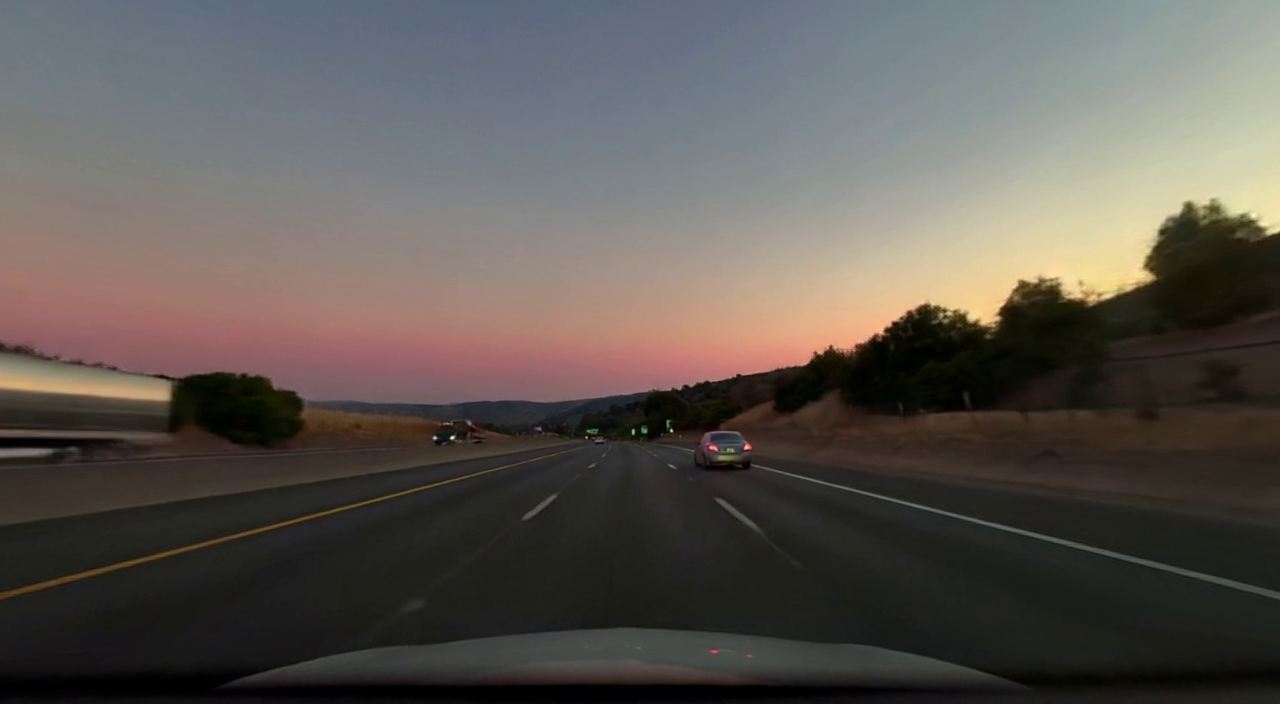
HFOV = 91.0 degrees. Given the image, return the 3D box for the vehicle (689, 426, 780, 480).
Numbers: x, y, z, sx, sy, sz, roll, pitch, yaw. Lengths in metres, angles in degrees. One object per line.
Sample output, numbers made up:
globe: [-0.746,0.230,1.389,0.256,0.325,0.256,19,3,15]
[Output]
vehicle: [3.096,3.426,21.634,2.349,1.651,4.161,0,-8,-2]

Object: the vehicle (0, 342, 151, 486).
vehicle: [-19.572,1.957,19.081,2.876,4.042,8.257,0,-8,-1]
